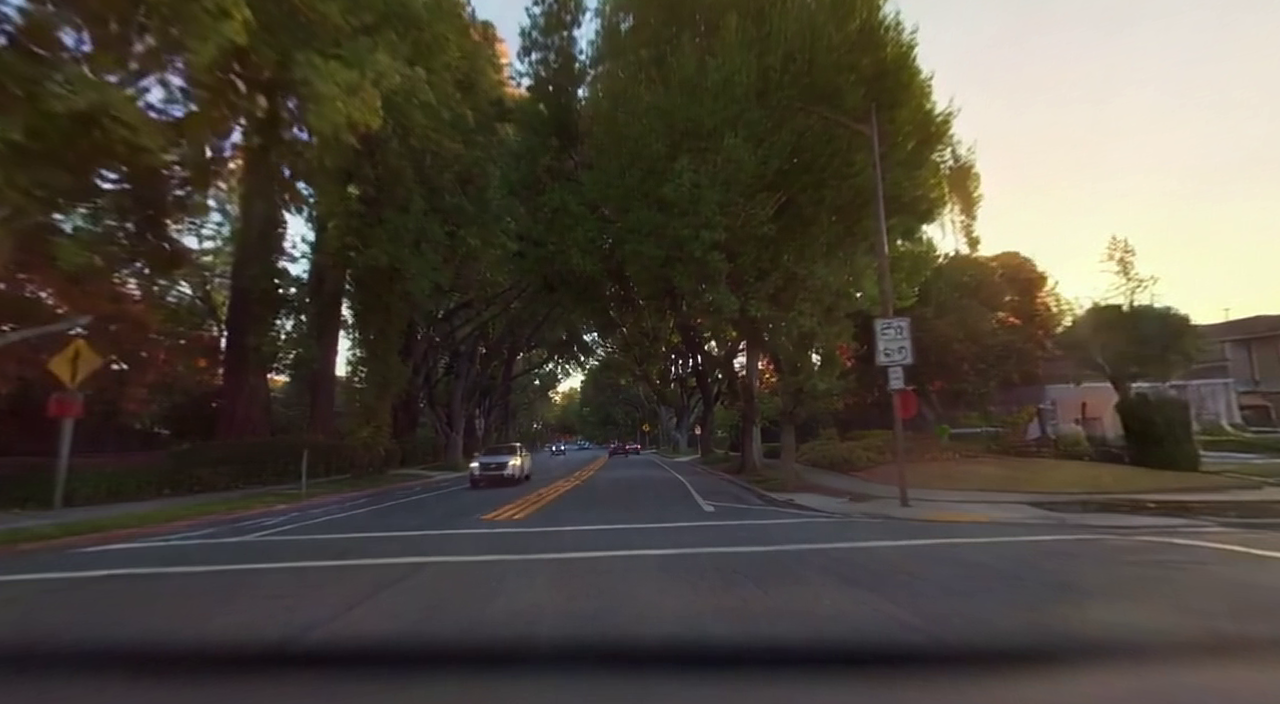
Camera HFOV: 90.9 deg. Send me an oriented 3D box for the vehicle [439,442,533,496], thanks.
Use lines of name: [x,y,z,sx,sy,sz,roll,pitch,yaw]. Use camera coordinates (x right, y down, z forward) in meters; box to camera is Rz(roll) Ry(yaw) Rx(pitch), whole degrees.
vehicle: [-4.831,3.714,20.446,1.938,1.519,4.227,0,-8,1]
